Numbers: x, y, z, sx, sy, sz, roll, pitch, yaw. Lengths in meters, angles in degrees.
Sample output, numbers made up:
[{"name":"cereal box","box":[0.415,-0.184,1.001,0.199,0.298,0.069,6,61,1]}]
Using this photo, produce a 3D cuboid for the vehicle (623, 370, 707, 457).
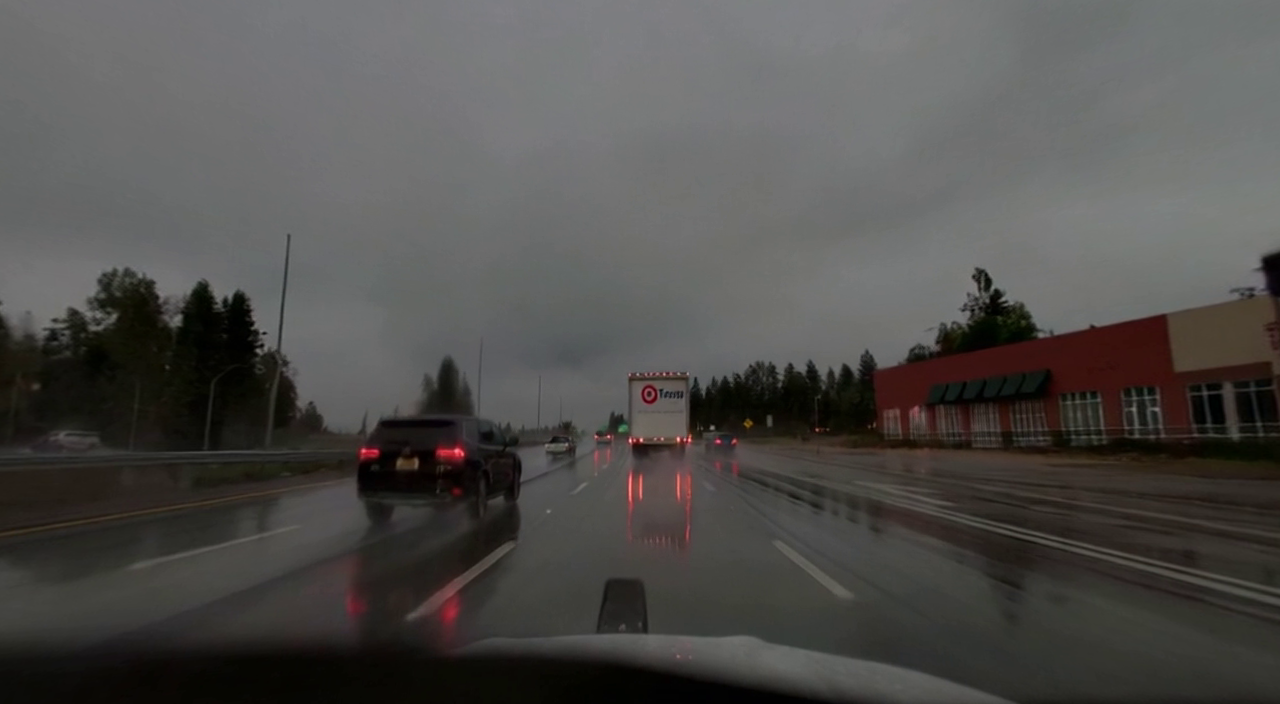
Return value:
[{"name":"vehicle","box":[1.908,3.634,36.960,3.657,4.173,13.731,-1,-6,7]}]

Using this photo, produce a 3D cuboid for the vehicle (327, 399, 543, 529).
[{"name":"vehicle","box":[-3.281,1.937,11.380,2.178,1.826,4.933,0,-8,1]}]
